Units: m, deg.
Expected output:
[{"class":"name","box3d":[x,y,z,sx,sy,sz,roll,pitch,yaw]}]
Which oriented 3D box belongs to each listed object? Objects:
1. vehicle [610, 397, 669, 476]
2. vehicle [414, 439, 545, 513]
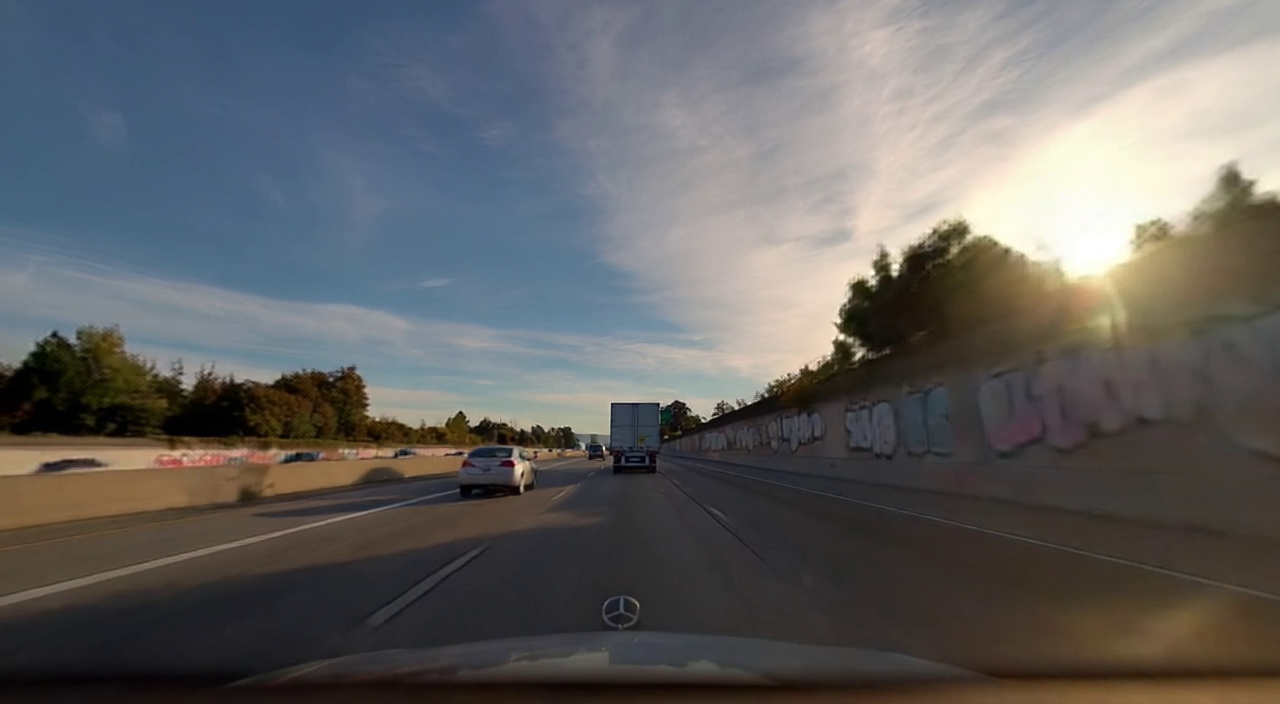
[{"class":"vehicle","box3d":[-0.167,5.167,37.749,3.042,4.023,10.832,0,-9,-1]},{"class":"vehicle","box3d":[-3.703,2.943,15.328,2.158,1.538,4.047,0,-9,0]}]
